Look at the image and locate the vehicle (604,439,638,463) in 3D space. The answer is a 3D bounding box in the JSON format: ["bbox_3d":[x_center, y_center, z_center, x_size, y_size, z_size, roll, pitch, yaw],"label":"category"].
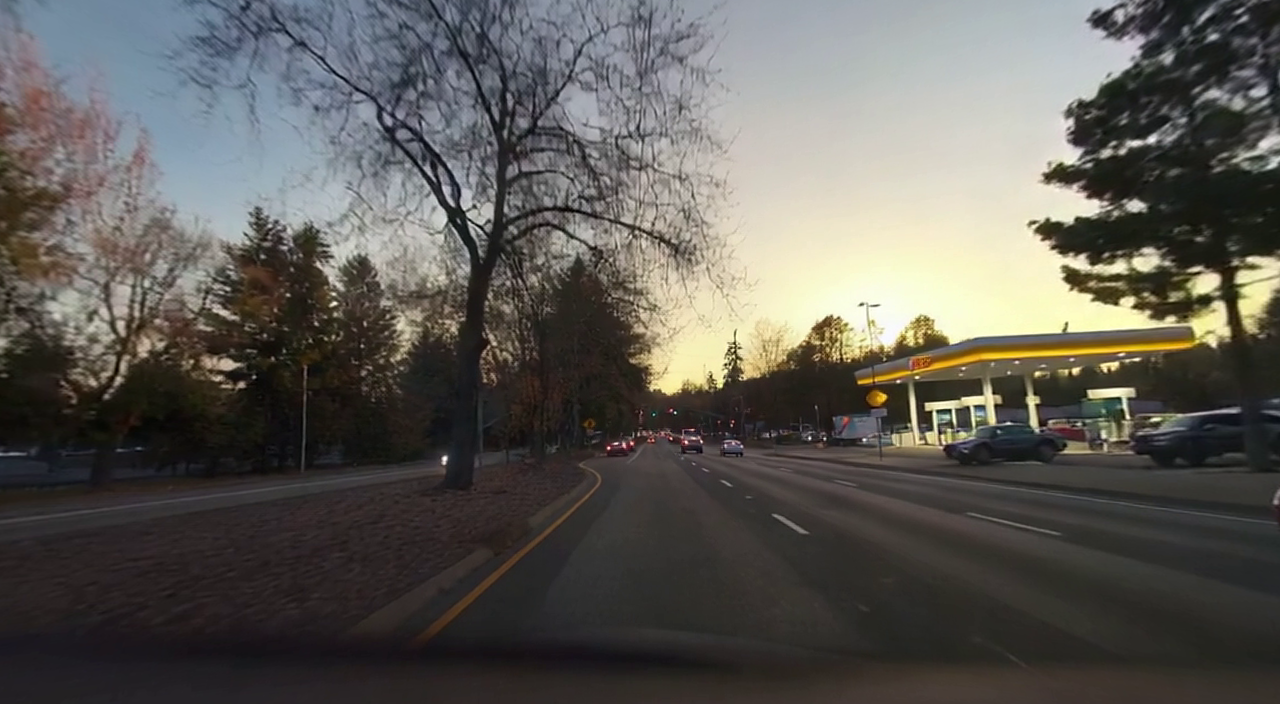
[{"bbox_3d":[-1.294,6.447,41.218,2.032,1.461,4.173,0,-9,-5],"label":"vehicle"}]

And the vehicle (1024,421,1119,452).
[{"bbox_3d":[24.732,4.892,36.303,4.079,1.632,1.961,-4,-10,22],"label":"vehicle"}]

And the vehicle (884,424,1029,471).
[{"bbox_3d":[12.906,3.970,26.136,4.960,1.802,2.068,-3,-9,17],"label":"vehicle"}]

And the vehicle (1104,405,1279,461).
[{"bbox_3d":[21.583,3.141,24.048,5.770,1.976,2.347,-5,-10,26],"label":"vehicle"}]
